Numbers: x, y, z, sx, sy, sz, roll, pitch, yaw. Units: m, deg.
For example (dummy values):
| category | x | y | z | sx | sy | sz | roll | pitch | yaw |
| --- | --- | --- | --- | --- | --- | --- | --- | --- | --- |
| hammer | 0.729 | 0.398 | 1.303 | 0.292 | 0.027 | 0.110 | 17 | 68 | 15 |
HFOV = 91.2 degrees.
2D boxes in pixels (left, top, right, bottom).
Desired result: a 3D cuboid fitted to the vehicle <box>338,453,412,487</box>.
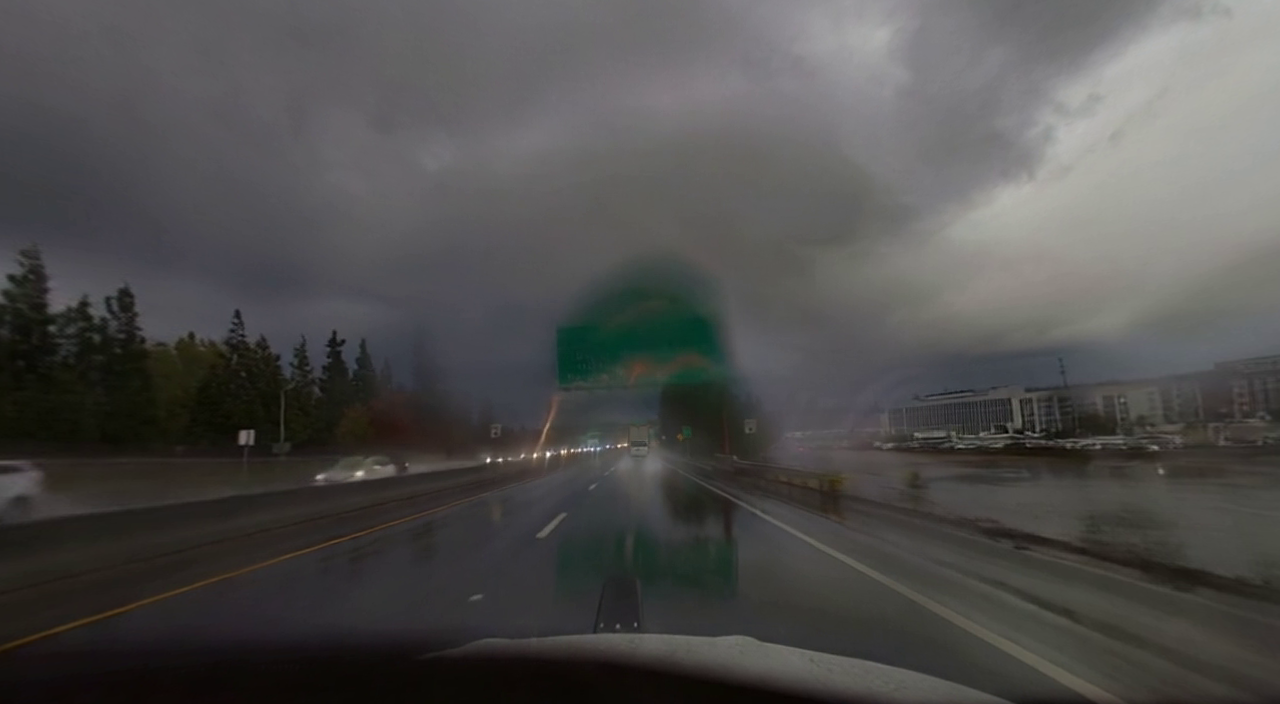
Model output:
| category | x | y | z | sx | sy | sz | roll | pitch | yaw |
| --- | --- | --- | --- | --- | --- | --- | --- | --- | --- |
| vehicle | -12.962 | 5.781 | 30.910 | 1.899 | 1.516 | 4.089 | 0 | -9 | -1 |

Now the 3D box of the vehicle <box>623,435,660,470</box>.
| category | x | y | z | sx | sy | sz | roll | pitch | yaw |
| --- | --- | --- | --- | --- | --- | --- | --- | --- | --- |
| vehicle | 0.134 | 6.532 | 40.945 | 2.268 | 2.122 | 4.595 | -1 | -9 | 1 |
